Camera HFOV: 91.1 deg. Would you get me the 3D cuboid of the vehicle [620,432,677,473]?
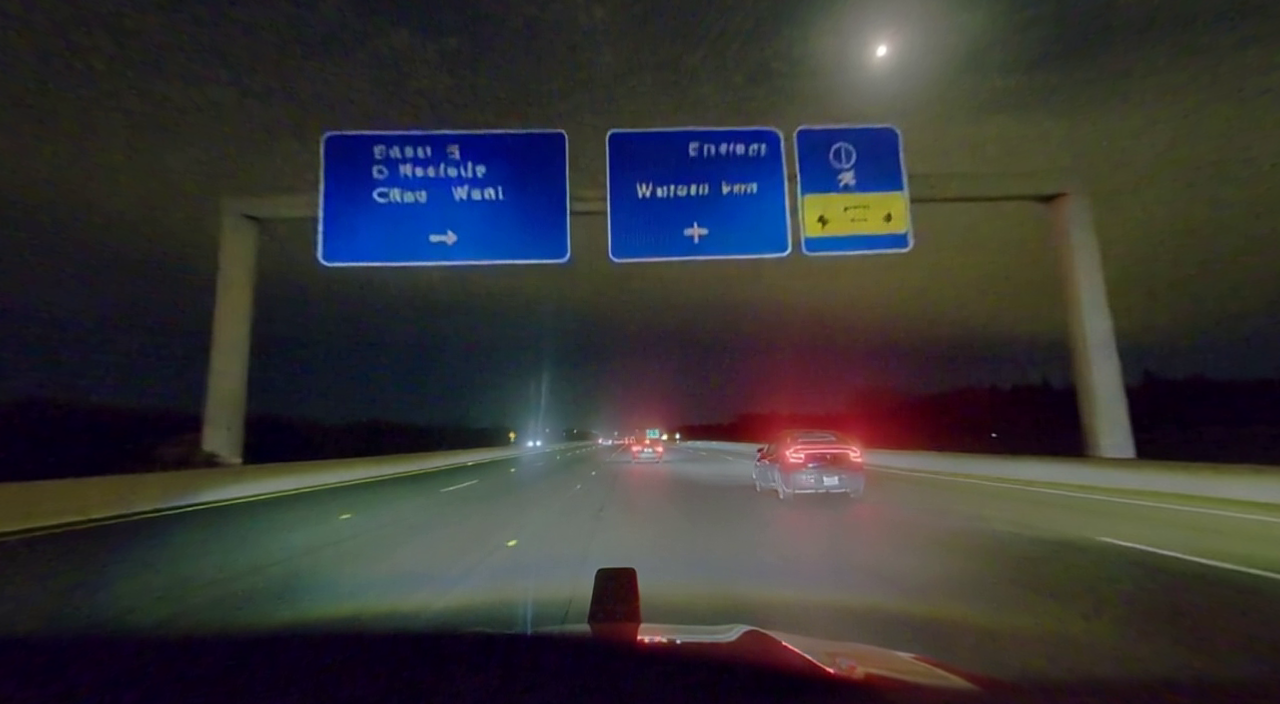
[{"bbox_3d":[0.266,3.833,24.290,2.046,1.467,3.844,0,-8,-1],"label":"vehicle"}]
